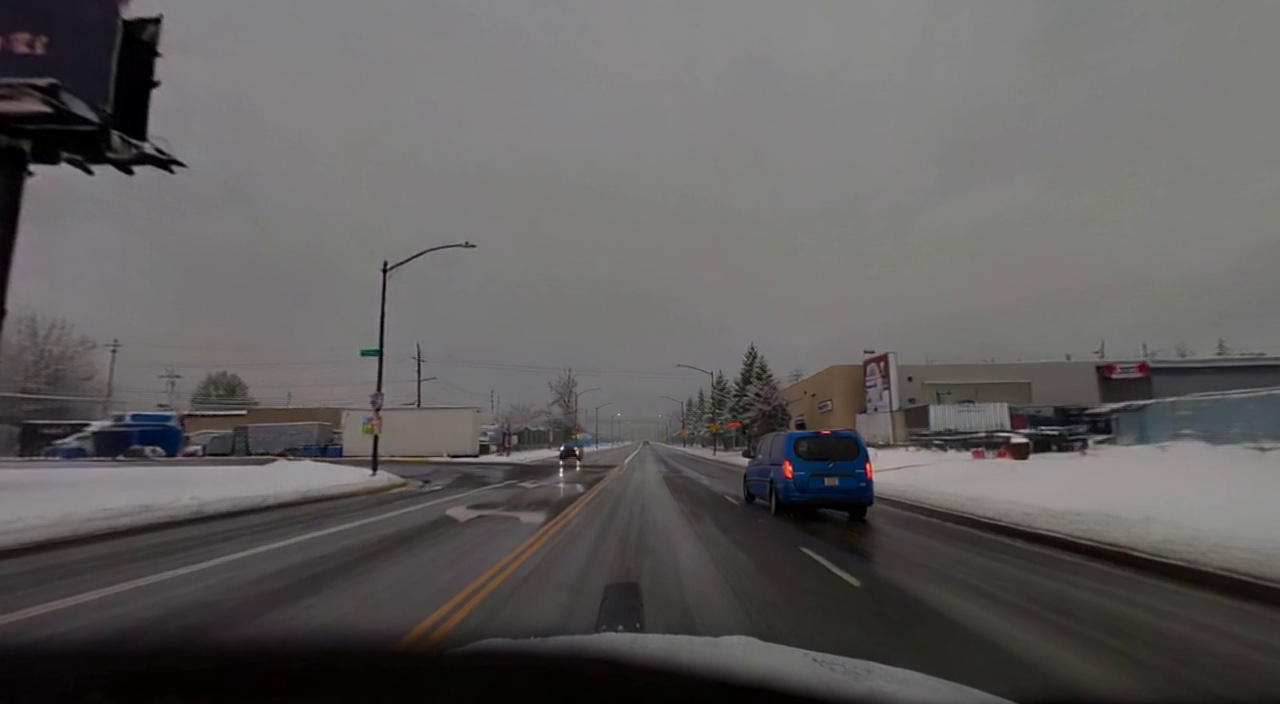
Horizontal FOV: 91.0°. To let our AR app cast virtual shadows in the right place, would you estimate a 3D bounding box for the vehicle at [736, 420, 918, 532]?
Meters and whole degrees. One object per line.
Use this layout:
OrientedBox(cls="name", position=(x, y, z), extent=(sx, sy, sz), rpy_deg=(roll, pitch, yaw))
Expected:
OrientedBox(cls="vehicle", position=(3.440, 2.393, 12.811), extent=(2.202, 1.822, 4.826), rpy_deg=(0, -8, 0))
